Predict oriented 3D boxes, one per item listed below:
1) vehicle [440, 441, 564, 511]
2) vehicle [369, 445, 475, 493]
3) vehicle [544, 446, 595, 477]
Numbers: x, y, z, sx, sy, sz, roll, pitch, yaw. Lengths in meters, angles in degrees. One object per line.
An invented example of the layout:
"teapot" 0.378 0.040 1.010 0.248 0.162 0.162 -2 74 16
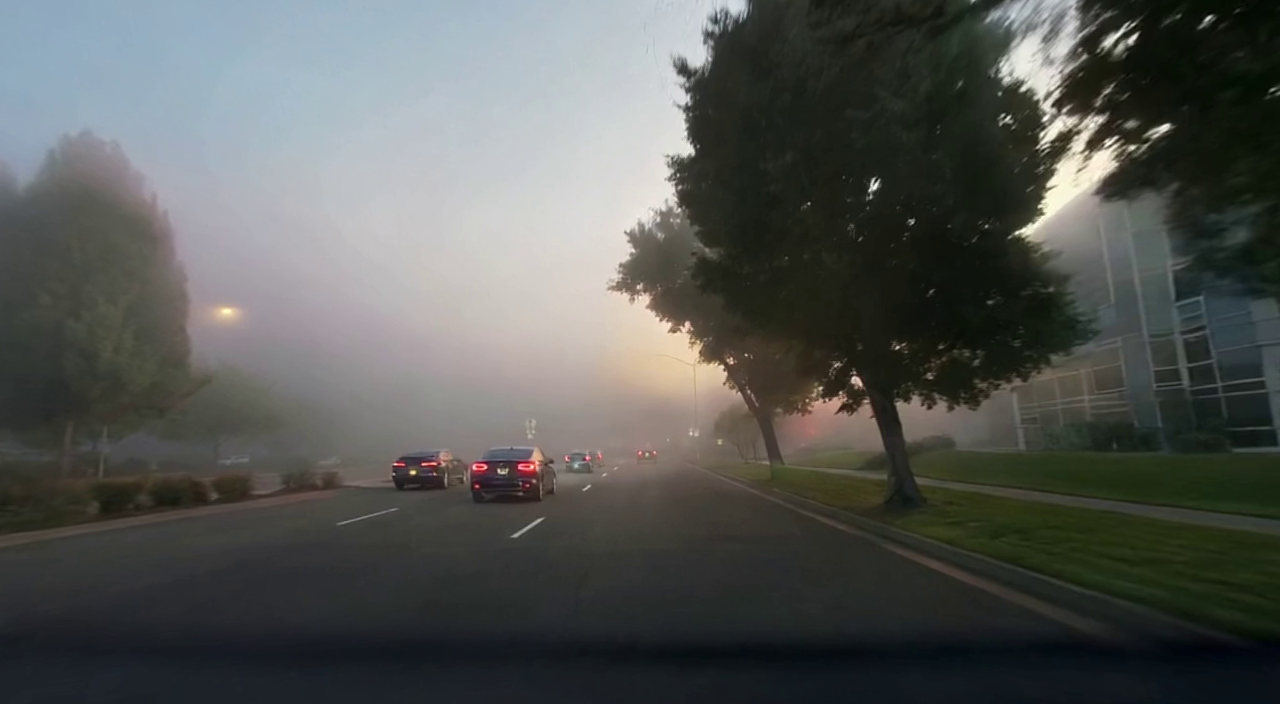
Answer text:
"vehicle" -3.250 3.012 15.956 2.011 1.483 4.596 0 -9 1
"vehicle" -7.532 4.061 22.441 1.976 1.497 4.709 0 -9 2
"vehicle" -3.446 5.433 31.647 1.971 1.414 4.317 0 -9 2
